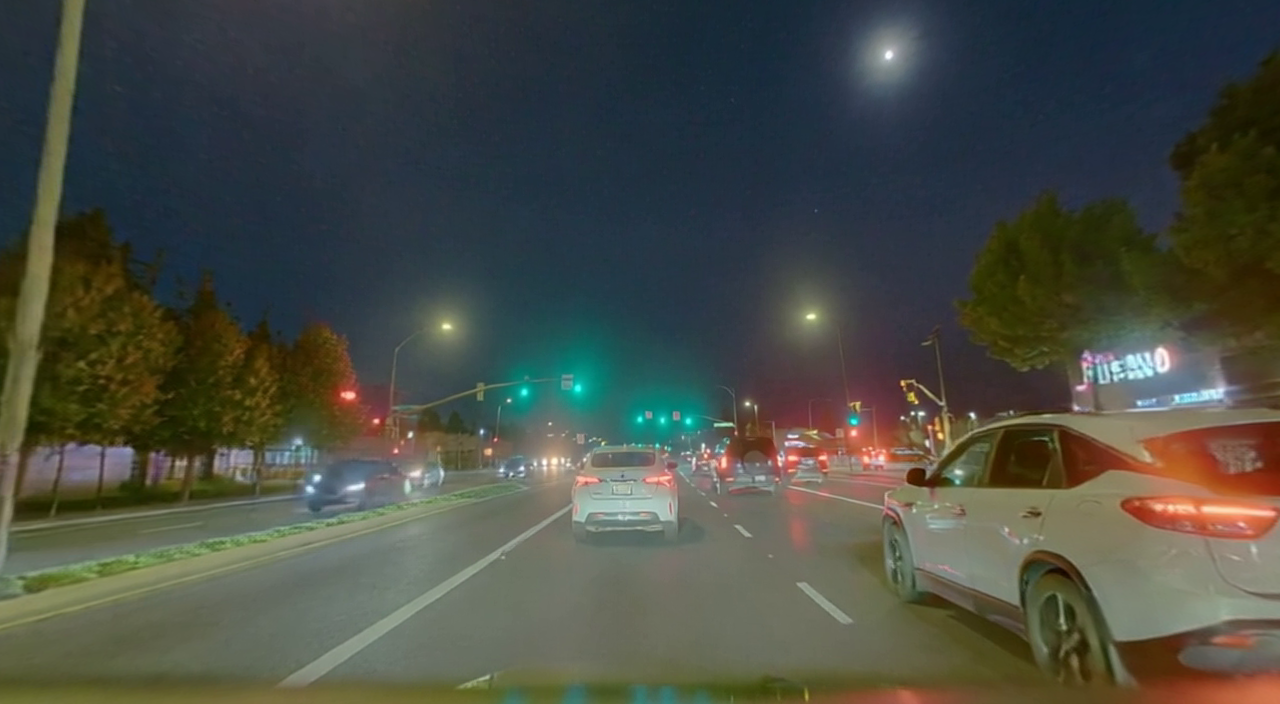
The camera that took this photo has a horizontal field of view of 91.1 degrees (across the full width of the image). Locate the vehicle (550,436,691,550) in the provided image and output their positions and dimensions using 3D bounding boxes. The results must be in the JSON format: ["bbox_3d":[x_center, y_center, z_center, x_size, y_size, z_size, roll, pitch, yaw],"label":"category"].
[{"bbox_3d":[-0.250,2.414,11.471,2.111,1.676,4.018,0,-9,1],"label":"vehicle"}]

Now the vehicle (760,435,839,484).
[{"bbox_3d":[7.798,5.310,31.346,2.627,2.252,5.236,0,-9,1],"label":"vehicle"}]

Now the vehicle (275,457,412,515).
[{"bbox_3d":[-8.933,4.028,19.399,2.050,1.498,4.238,0,-9,2],"label":"vehicle"}]

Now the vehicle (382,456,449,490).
[{"bbox_3d":[-12.203,6.567,34.432,1.944,1.638,4.496,0,-9,1],"label":"vehicle"}]

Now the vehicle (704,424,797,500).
[{"bbox_3d":[3.923,4.055,23.583,2.516,2.481,5.766,0,-9,1],"label":"vehicle"}]

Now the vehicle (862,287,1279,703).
[{"bbox_3d":[3.355,1.043,4.475,1.982,1.960,4.427,0,-9,1],"label":"vehicle"}]

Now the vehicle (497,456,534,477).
[{"bbox_3d":[-9.416,8.694,47.815,1.933,1.469,4.516,0,-9,-1],"label":"vehicle"}]
